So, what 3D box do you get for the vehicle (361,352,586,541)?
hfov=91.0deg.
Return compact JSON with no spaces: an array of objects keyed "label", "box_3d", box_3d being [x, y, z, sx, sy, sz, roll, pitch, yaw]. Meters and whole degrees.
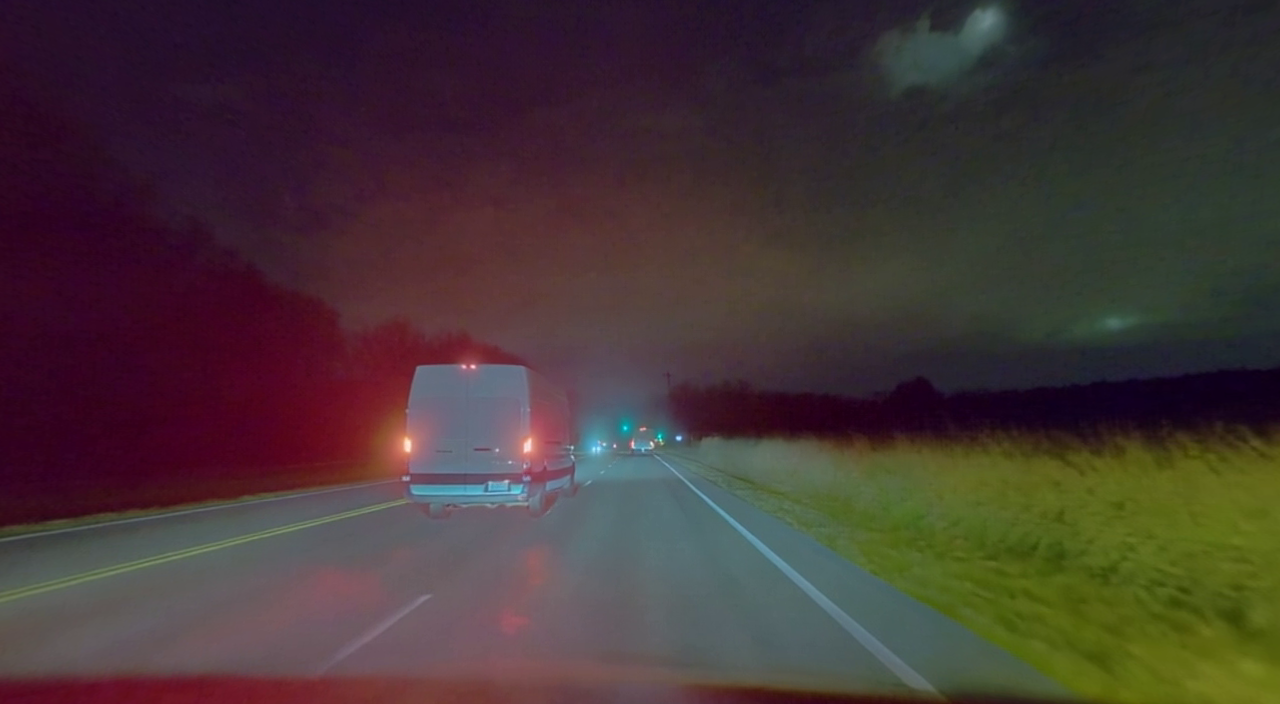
[{"label":"vehicle","box_3d":[-2.572,1.738,11.842,2.497,2.628,6.016,0,-8,1]}]
